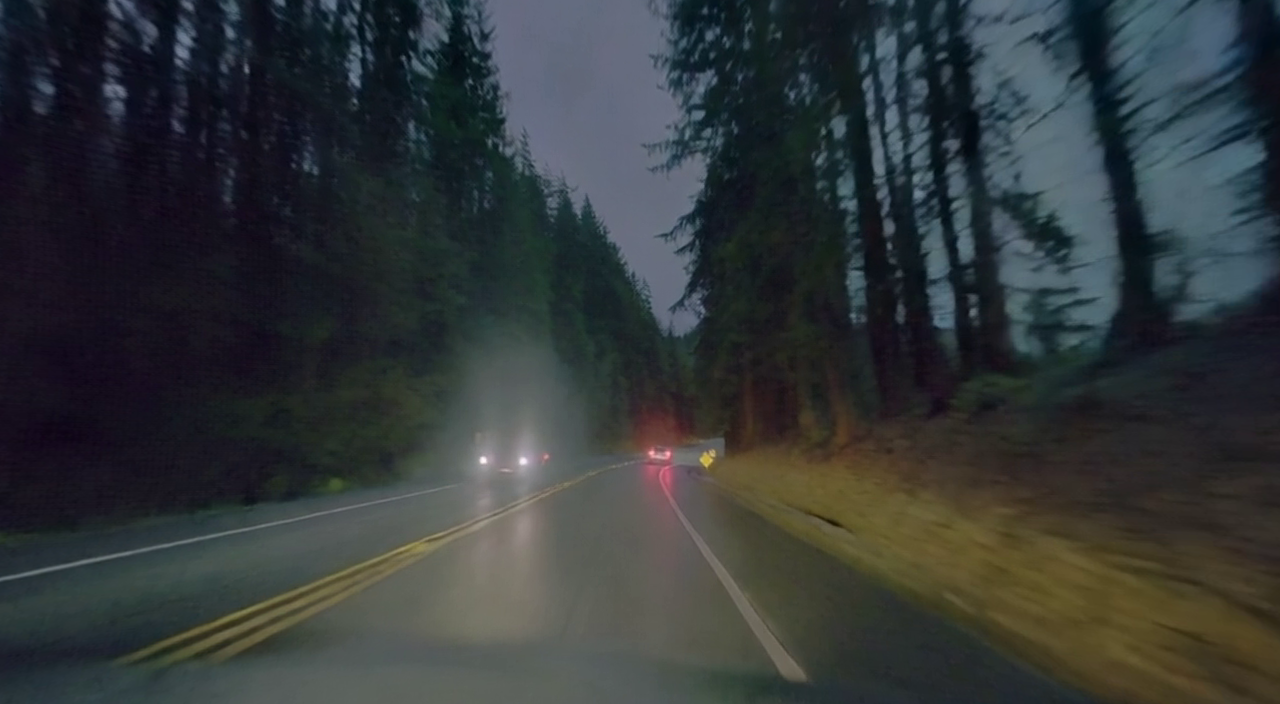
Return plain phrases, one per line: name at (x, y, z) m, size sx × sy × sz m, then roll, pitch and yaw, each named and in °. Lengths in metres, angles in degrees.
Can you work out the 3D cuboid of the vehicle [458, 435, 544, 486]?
vehicle at (-5.066, 4.015, 23.669) m, size 2.140 × 1.727 × 4.202 m, roll 0°, pitch -9°, yaw 2°
